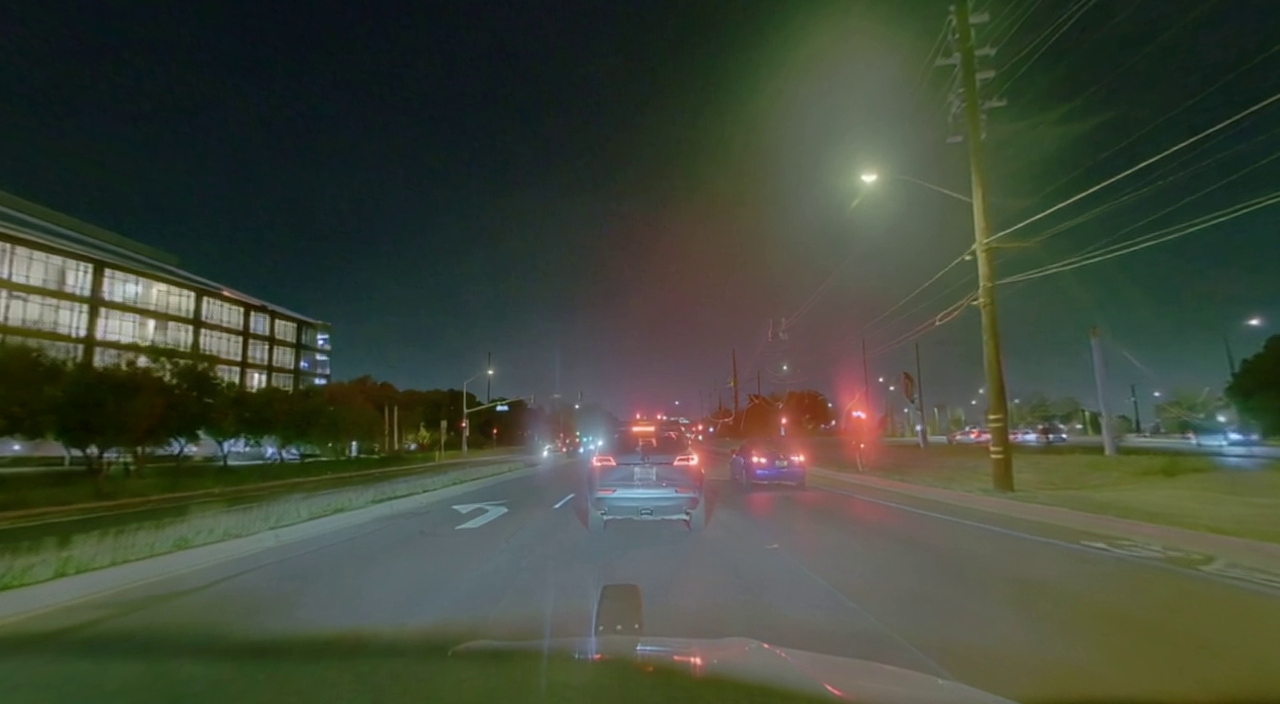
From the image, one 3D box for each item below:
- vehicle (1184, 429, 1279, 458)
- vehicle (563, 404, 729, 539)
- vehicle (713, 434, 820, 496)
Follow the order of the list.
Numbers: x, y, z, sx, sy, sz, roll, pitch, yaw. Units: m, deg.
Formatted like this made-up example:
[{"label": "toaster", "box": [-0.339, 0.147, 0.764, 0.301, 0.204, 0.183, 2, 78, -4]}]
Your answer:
[{"label": "vehicle", "box": [36.989, 5.749, 39.536, 1.910, 1.686, 4.746, -1, -8, 5]}, {"label": "vehicle", "box": [0.080, 1.891, 10.584, 2.189, 1.776, 4.342, 0, -8, 0]}, {"label": "vehicle", "box": [3.324, 3.076, 17.596, 1.990, 1.482, 4.575, 0, -8, 0]}]
